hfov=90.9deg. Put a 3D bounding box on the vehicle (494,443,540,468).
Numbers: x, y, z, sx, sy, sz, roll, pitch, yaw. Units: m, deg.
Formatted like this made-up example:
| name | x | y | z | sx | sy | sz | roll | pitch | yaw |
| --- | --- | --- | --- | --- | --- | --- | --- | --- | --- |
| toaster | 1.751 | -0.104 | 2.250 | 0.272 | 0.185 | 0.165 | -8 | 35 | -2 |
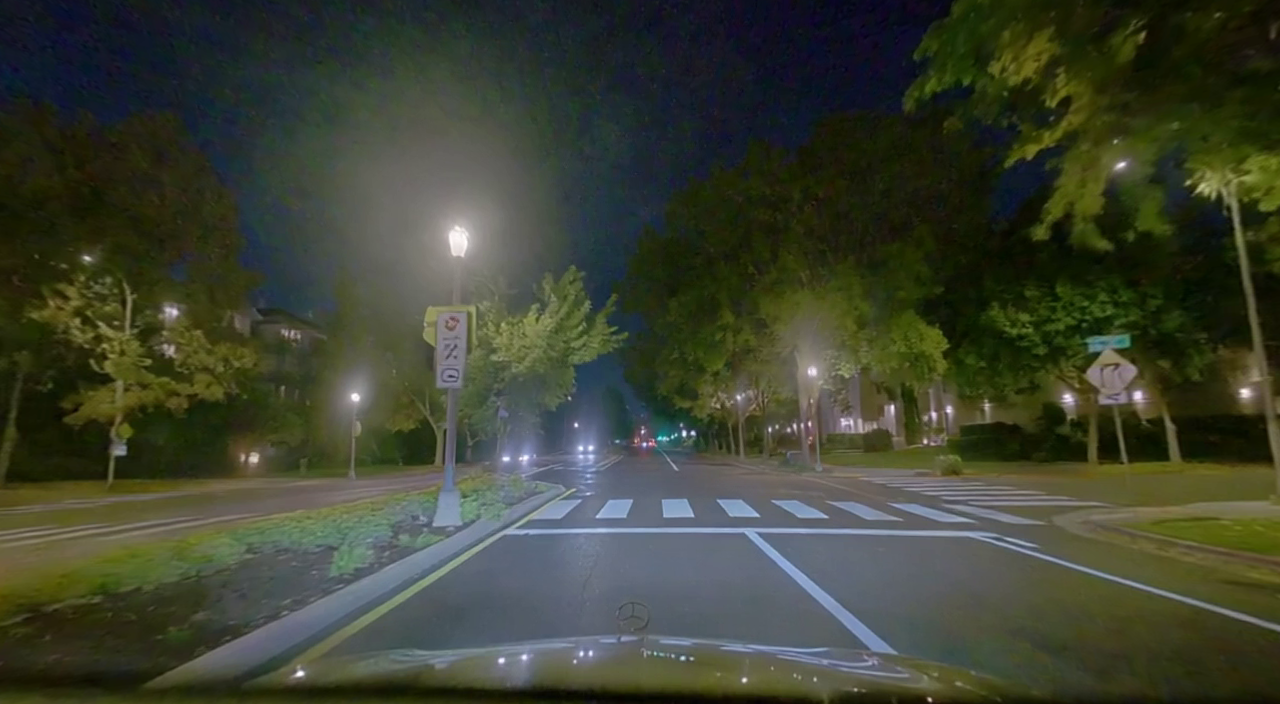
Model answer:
| name | x | y | z | sx | sy | sz | roll | pitch | yaw |
| --- | --- | --- | --- | --- | --- | --- | --- | --- | --- |
| vehicle | -7.720 | 6.495 | 39.885 | 1.900 | 1.472 | 4.574 | 0 | -8 | 2 |
